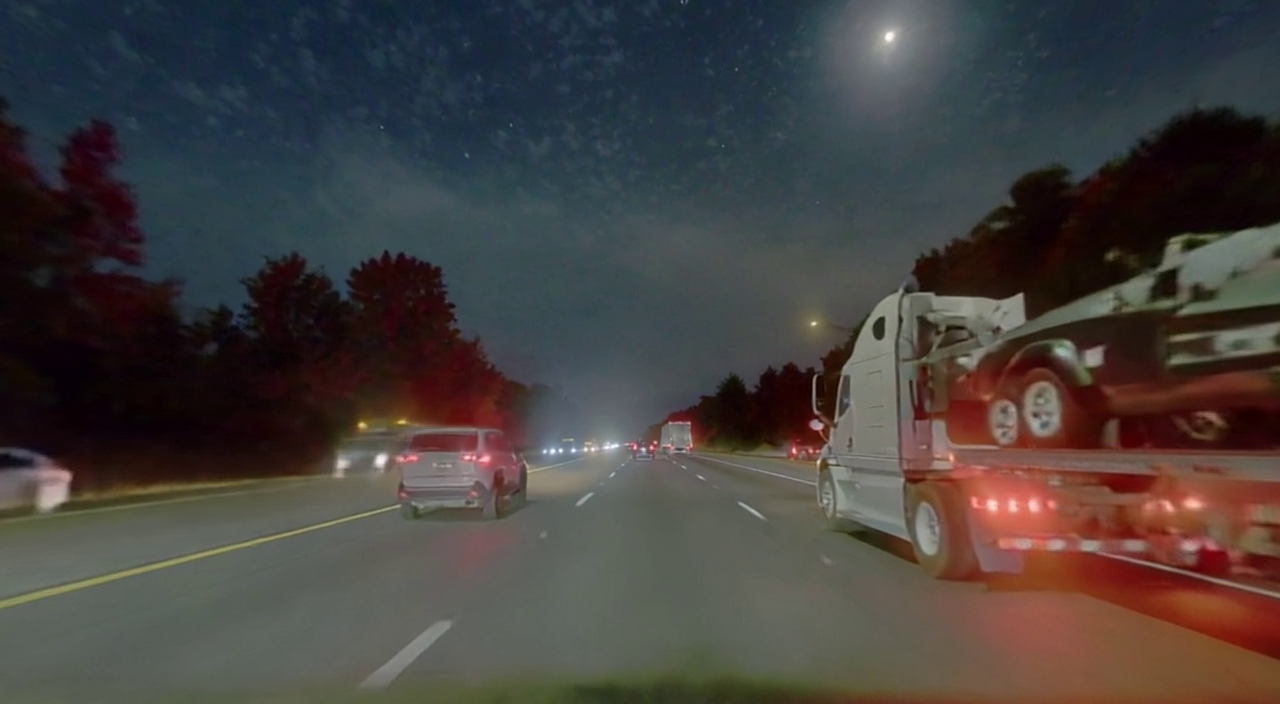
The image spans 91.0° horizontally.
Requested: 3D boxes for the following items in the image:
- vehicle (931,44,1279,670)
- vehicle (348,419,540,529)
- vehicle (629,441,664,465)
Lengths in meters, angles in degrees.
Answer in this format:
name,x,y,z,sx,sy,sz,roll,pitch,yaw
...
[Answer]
name,x,y,z,sx,sy,sz,roll,pitch,yaw
vehicle,4.929,-0.371,0.567,3.150,3.257,13.098,0,-8,0
vehicle,-3.384,2.214,12.058,2.077,1.669,4.739,0,-8,1
vehicle,0.440,6.652,41.579,2.152,1.484,4.211,0,-8,1
